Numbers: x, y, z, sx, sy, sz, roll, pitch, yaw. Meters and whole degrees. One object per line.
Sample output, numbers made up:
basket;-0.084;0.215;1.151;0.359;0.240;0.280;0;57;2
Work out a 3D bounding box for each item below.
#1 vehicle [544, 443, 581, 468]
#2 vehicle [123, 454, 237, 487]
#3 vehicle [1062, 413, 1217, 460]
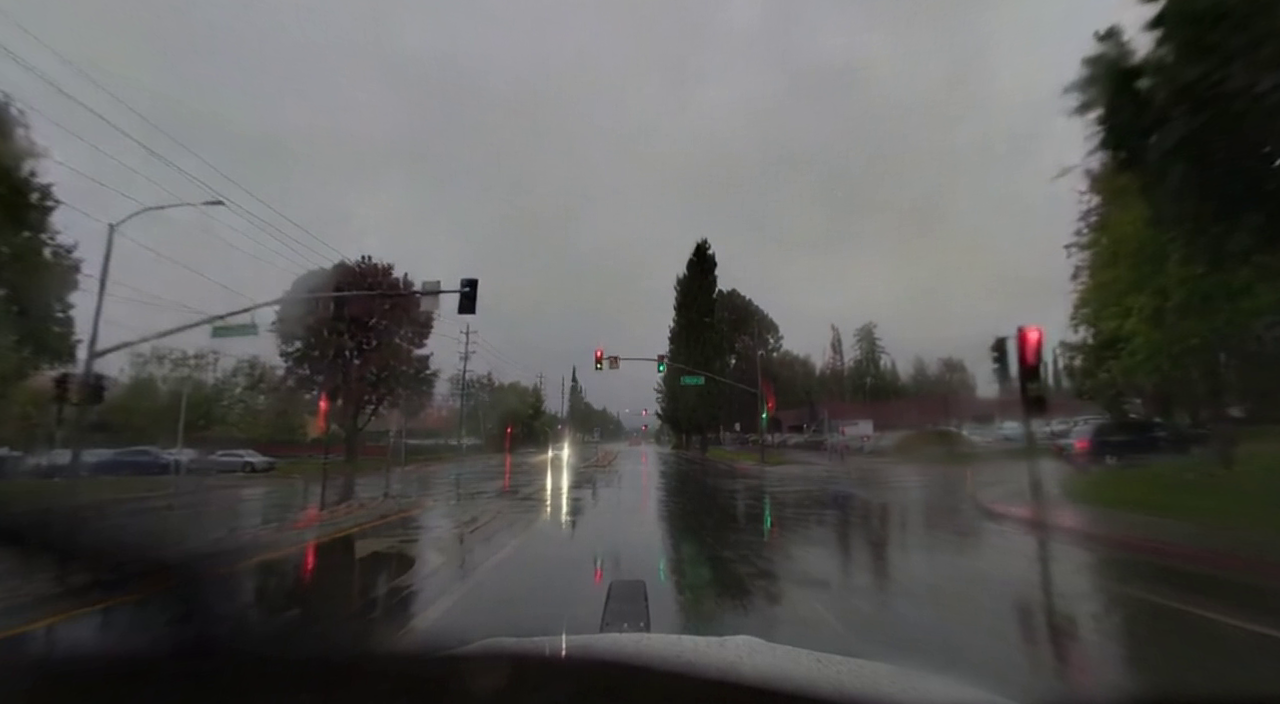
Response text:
vehicle;-5.156;6.958;42.691;1.948;1.471;5.408;2;-8;-2
vehicle;-24.737;6.373;34.019;4.553;1.722;1.915;0;-9;-2
vehicle;21.652;3.715;27.521;4.775;1.952;2.239;0;-9;0
